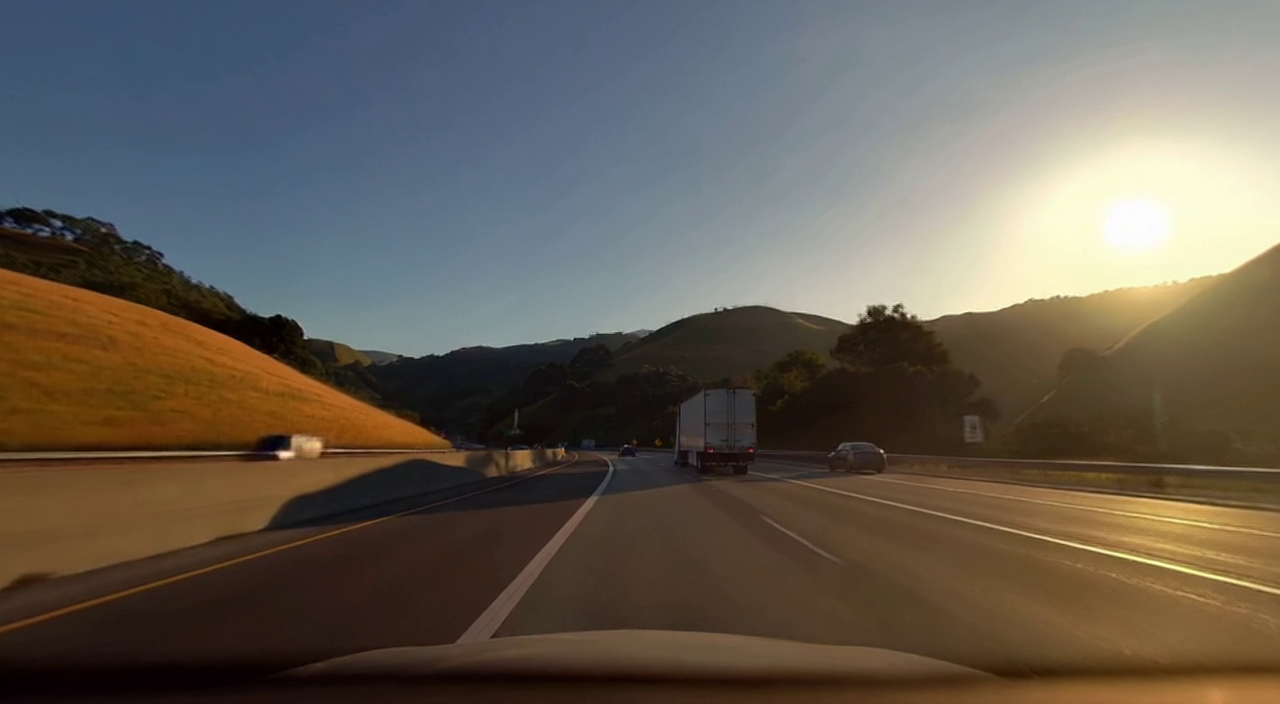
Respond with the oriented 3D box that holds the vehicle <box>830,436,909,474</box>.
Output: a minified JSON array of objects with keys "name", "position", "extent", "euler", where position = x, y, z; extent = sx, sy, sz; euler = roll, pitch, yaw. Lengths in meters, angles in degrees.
[{"name":"vehicle","position":[11.322,5.120,31.498],"extent":[2.046,1.741,4.769],"euler":[0,-9,-1]}]

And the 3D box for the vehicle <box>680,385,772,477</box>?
[{"name":"vehicle","position":[4.025,4.191,32.549],"extent":[3.049,3.968,10.706],"euler":[0,-9,-1]}]

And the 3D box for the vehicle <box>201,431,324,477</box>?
[{"name":"vehicle","position":[-18.486,5.058,31.313],"extent":[2.370,2.038,5.969],"euler":[0,-9,0]}]
